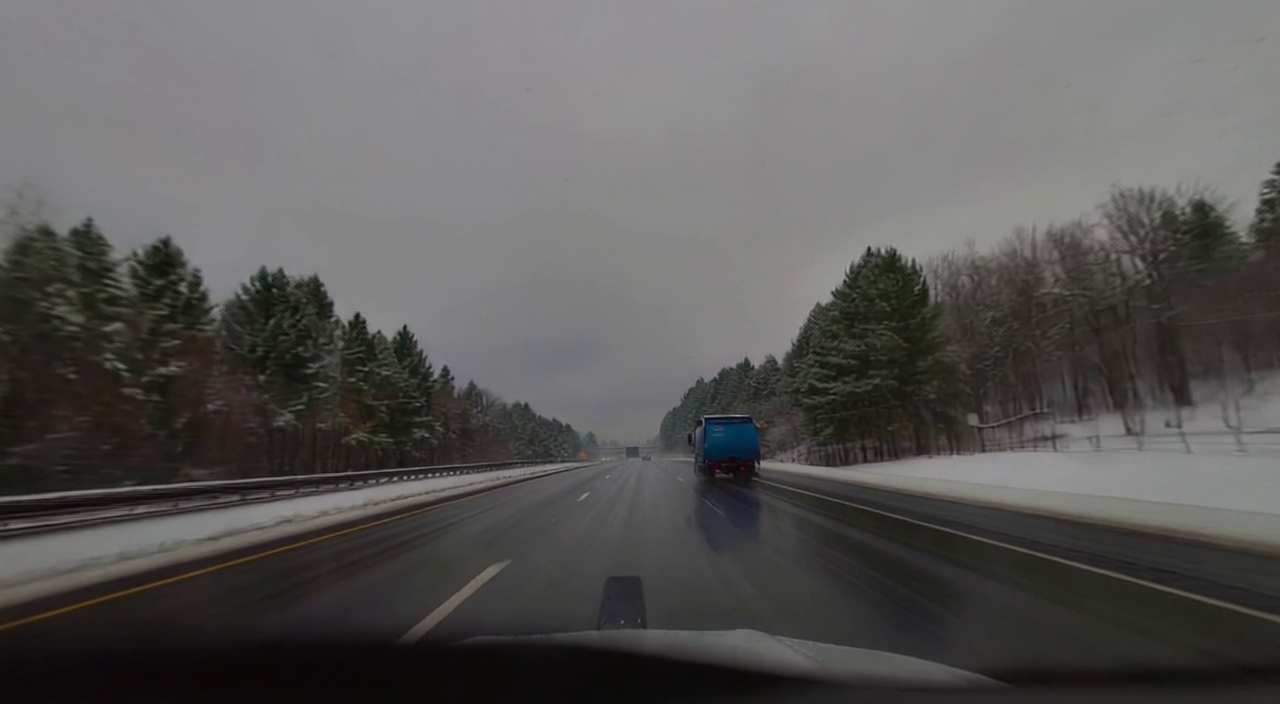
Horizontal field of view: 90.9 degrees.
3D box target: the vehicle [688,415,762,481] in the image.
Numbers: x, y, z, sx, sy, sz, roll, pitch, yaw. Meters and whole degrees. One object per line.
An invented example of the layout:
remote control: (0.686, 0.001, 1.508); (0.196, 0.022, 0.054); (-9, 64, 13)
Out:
vehicle: (3.877, 4.592, 30.009); (2.572, 2.795, 5.978); (0, -9, -1)
